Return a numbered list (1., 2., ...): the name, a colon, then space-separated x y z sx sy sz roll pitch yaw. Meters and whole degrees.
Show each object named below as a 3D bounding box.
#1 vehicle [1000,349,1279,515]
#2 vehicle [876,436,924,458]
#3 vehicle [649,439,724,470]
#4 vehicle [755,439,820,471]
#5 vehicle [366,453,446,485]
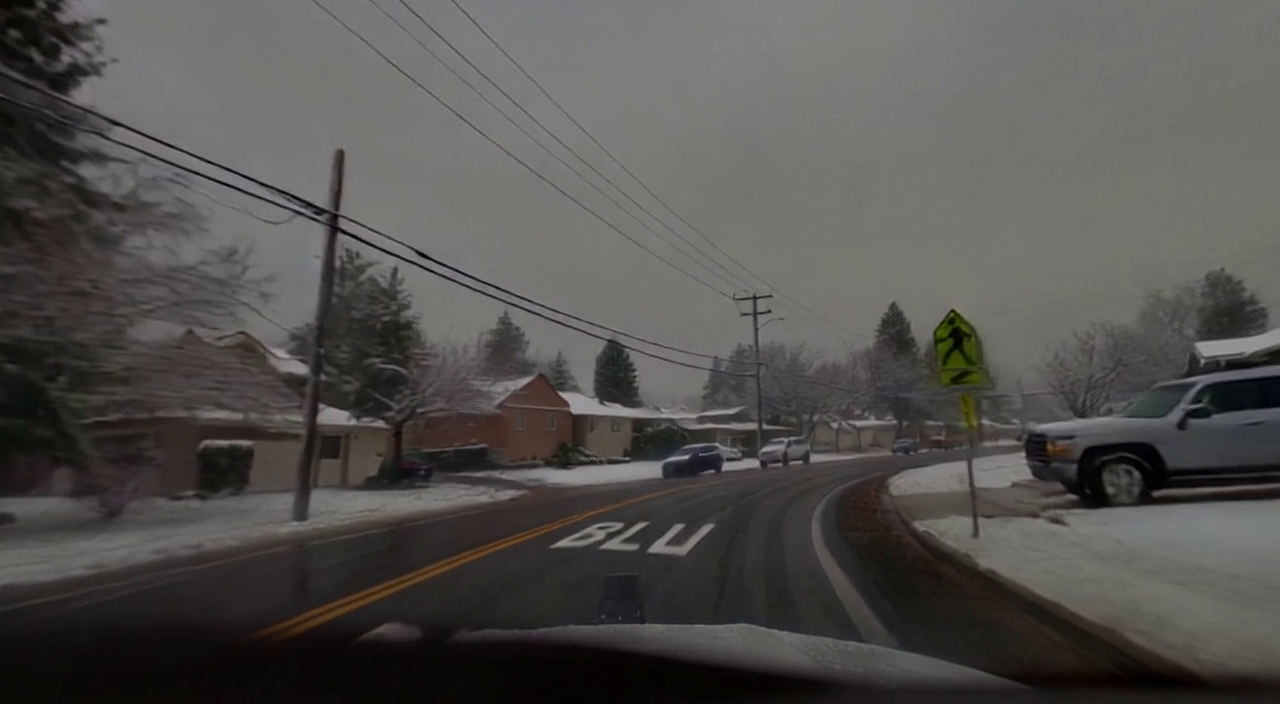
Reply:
1. vehicle: 8.102 1.110 8.705 5.011 2.014 2.056 -2 -9 17
2. vehicle: 20.550 7.482 49.831 4.110 1.539 1.971 11 -13 -44
3. vehicle: 2.892 6.539 40.486 2.155 1.802 4.758 7 -11 -36
4. vehicle: 9.066 6.344 38.631 2.056 1.726 4.463 -10 -15 37
5. vehicle: -11.899 5.902 32.103 3.697 1.489 1.842 -5 -10 32
